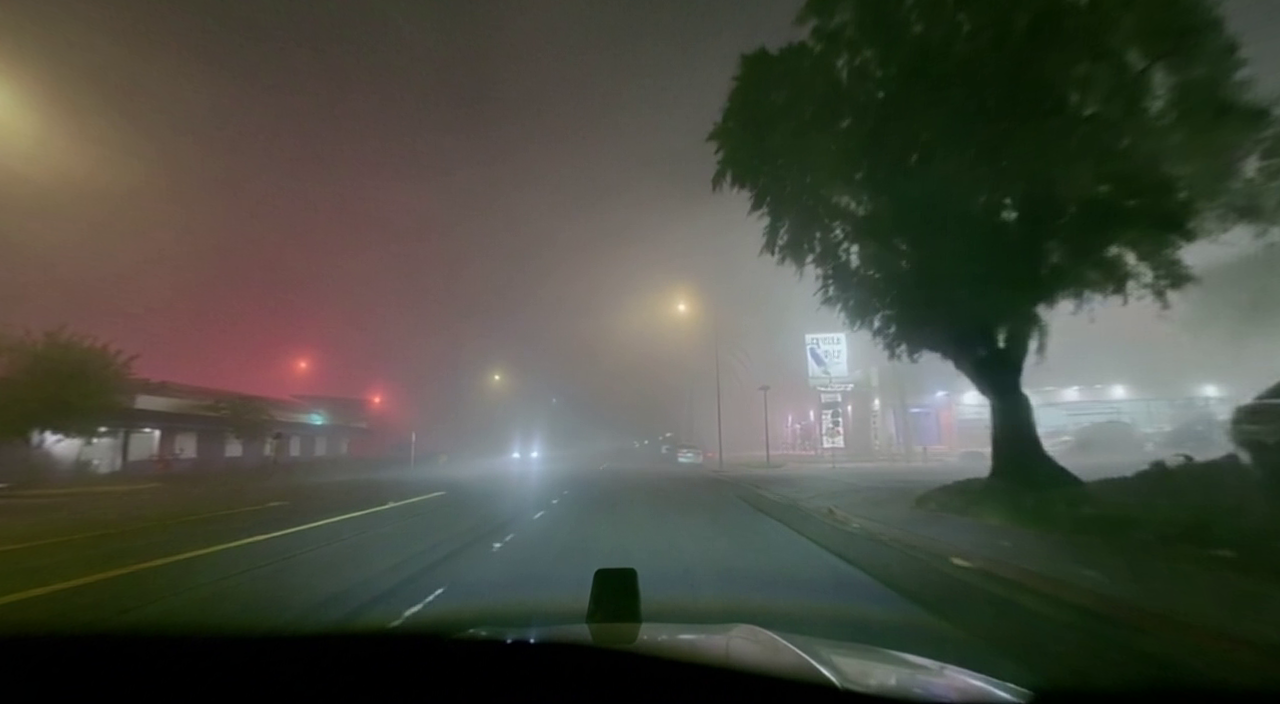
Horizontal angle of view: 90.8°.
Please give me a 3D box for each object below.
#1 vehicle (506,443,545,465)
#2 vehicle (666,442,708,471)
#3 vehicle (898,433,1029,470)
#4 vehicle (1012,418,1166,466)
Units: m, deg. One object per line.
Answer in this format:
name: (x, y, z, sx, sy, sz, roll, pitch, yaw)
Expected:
vehicle: (-8.064, 7.224, 44.731, 1.923, 1.485, 4.186, 0, -9, 1)
vehicle: (2.681, 6.097, 37.084, 2.046, 1.588, 4.508, 0, -9, 0)
vehicle: (14.524, 4.484, 28.575, 4.793, 1.537, 2.105, 1, -8, -1)
vehicle: (20.162, 4.072, 28.582, 5.214, 2.017, 2.220, 0, -8, 0)
